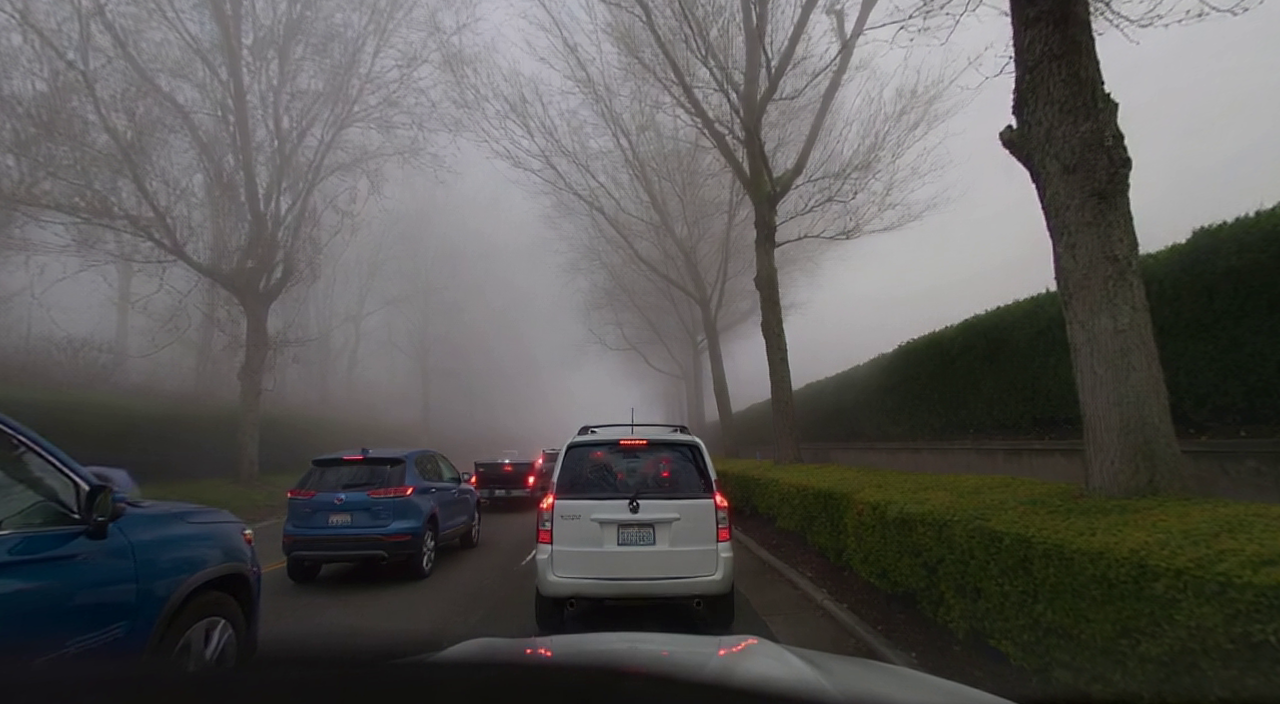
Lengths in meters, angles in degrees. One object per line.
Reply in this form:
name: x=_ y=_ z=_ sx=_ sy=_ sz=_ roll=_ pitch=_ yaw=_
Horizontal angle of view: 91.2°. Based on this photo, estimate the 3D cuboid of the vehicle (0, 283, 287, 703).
vehicle: x=-3.285 y=0.682 z=1.263 sx=2.205 sy=1.913 sz=5.327 roll=-6 pitch=-8 yaw=-2

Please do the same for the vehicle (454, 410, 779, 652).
vehicle: x=-0.177 y=1.503 z=6.244 sx=2.154 sy=1.581 sz=4.007 roll=0 pitch=-9 yaw=-1

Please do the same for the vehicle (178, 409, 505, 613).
vehicle: x=-3.416 y=1.860 z=8.331 sx=2.256 sy=1.728 sz=4.421 roll=-6 pitch=-8 yaw=-2
